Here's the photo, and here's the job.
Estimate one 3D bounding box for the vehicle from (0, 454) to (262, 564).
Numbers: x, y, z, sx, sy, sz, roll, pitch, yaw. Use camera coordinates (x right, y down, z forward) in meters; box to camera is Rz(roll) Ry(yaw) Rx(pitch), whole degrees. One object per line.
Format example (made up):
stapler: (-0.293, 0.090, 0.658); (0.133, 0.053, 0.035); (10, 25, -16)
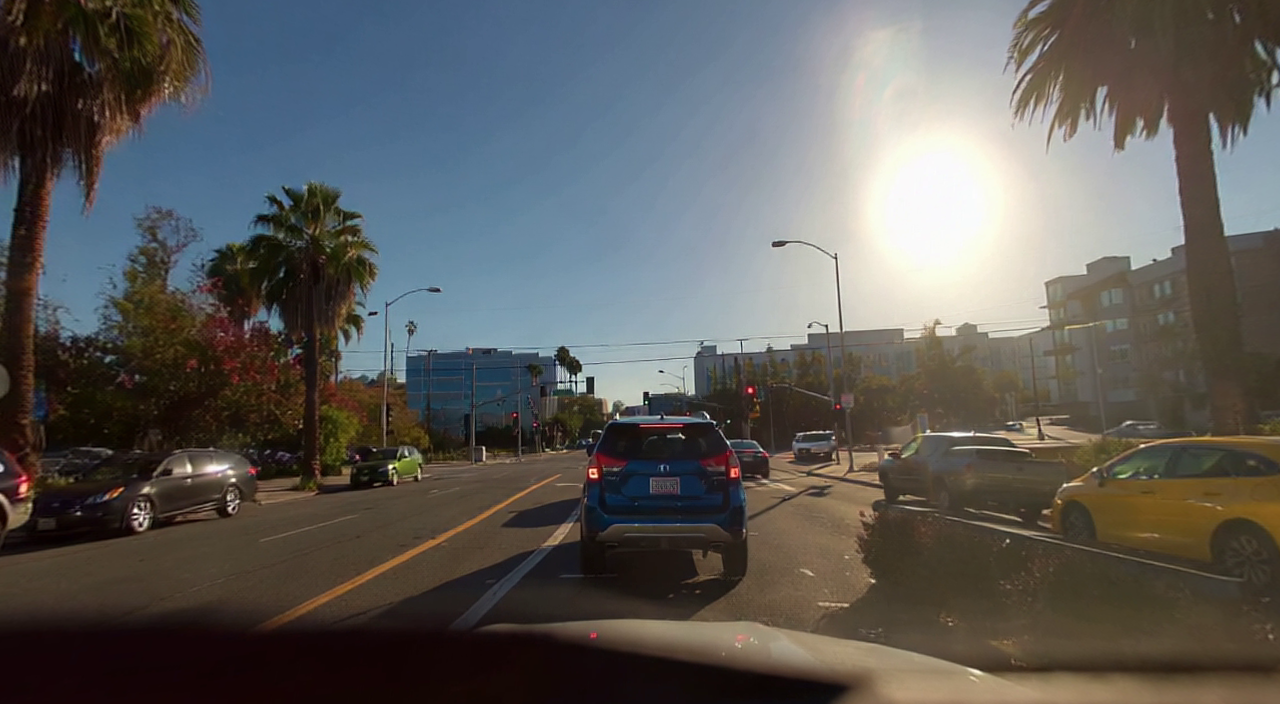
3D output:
vehicle: (-9.559, 2.785, 11.913); (2.054, 1.467, 4.595); (-4, -8, 0)

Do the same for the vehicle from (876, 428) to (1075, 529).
vehicle: (6.663, 2.528, 13.238); (1.930, 1.736, 4.329); (-1, -8, 3)

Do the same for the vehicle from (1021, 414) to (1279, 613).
vehicle: (6.435, 1.600, 6.926); (1.935, 1.672, 4.139); (0, -8, 1)

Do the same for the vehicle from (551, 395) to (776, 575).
vehicle: (0.253, 1.652, 8.572); (2.264, 1.798, 4.258); (0, -8, 1)

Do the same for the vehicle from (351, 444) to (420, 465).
vehicle: (-18.739, 7.508, 46.648); (1.759, 1.457, 4.297); (-7, -11, 38)
